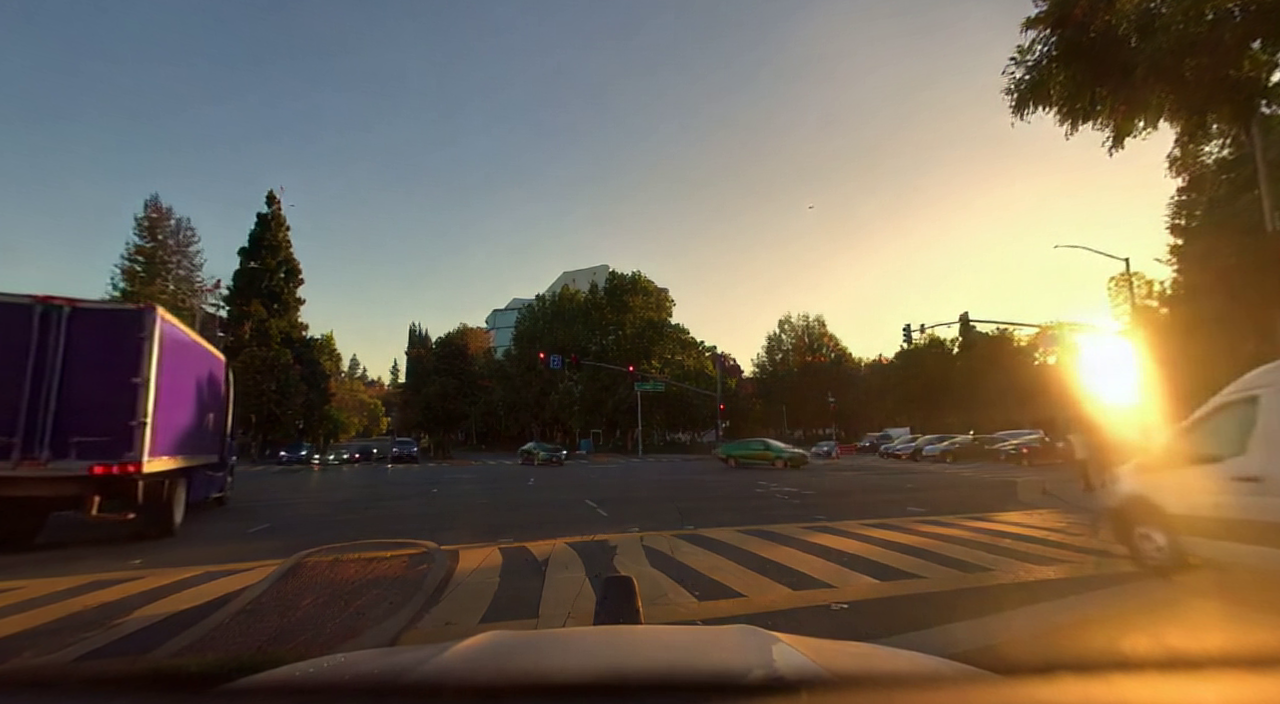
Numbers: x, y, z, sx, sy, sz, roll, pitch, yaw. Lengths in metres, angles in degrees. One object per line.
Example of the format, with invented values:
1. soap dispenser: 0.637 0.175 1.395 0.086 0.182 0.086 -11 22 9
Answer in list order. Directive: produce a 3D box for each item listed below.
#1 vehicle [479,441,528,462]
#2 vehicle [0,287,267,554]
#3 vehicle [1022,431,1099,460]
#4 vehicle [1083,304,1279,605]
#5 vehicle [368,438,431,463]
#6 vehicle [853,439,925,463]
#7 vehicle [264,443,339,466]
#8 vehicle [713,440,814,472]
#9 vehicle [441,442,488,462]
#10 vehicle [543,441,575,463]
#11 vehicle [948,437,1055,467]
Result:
1. vehicle: -10.160 7.465 47.382 2.097 1.484 4.596 -1 -9 8
2. vehicle: -8.972 1.216 10.853 3.112 3.230 6.726 3 -8 -20
3. vehicle: 28.290 6.290 42.490 4.662 1.840 2.055 4 -10 -26
4. vehicle: 6.586 0.784 4.828 2.332 2.511 5.326 0 -9 -2
5. vehicle: -17.399 7.153 45.984 2.189 1.753 4.785 -1 -9 8
6. vehicle: 17.244 6.838 43.733 4.524 1.560 2.052 4 -10 -28
7. vehicle: -21.843 6.639 40.973 1.859 1.415 4.591 -1 -9 8
8. vehicle: 5.970 4.998 30.518 4.487 1.415 1.911 -3 -9 20
9. vehicle: -13.199 7.592 47.843 1.845 1.426 4.289 -1 -9 8
10. vehicle: -5.662 7.001 44.301 2.086 1.487 4.846 1 -9 -7
11. vehicle: 19.067 5.254 33.341 4.911 1.504 2.109 3 -9 -20
